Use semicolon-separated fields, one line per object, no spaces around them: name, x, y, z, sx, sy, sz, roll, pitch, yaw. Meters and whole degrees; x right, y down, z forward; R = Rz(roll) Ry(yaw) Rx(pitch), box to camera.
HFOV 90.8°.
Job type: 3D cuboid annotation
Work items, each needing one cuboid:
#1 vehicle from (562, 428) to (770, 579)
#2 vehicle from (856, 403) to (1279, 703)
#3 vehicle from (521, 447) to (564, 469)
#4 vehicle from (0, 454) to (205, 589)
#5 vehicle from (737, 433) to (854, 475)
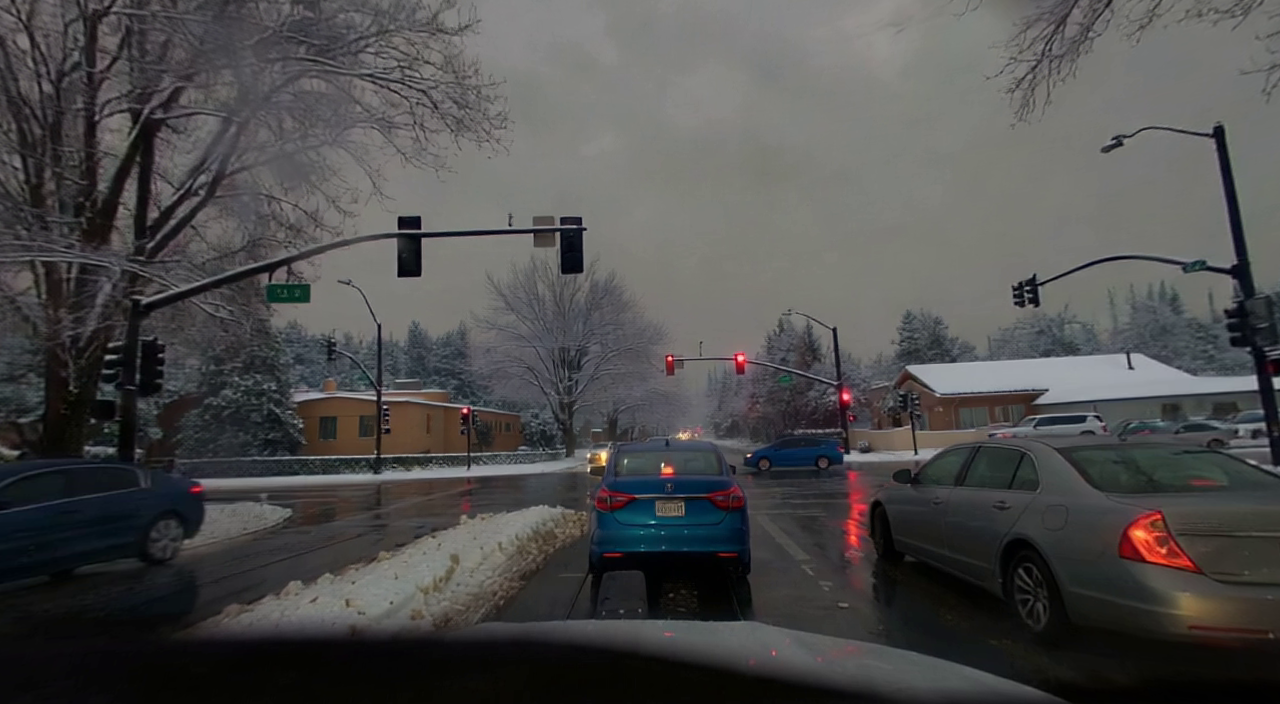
vehicle;0.299;1.821;8.328;2.090;1.505;3.756;-1;-9;1
vehicle;3.655;1.343;5.428;1.888;1.486;4.681;0;-9;-1
vehicle;-6.917;7.582;45.305;2.093;1.476;4.278;-1;-9;4
vehicle;-8.105;2.036;7.785;1.852;1.487;4.406;-2;-9;10
vehicle;6.840;4.474;27.865;4.577;1.705;1.996;2;-9;-18
